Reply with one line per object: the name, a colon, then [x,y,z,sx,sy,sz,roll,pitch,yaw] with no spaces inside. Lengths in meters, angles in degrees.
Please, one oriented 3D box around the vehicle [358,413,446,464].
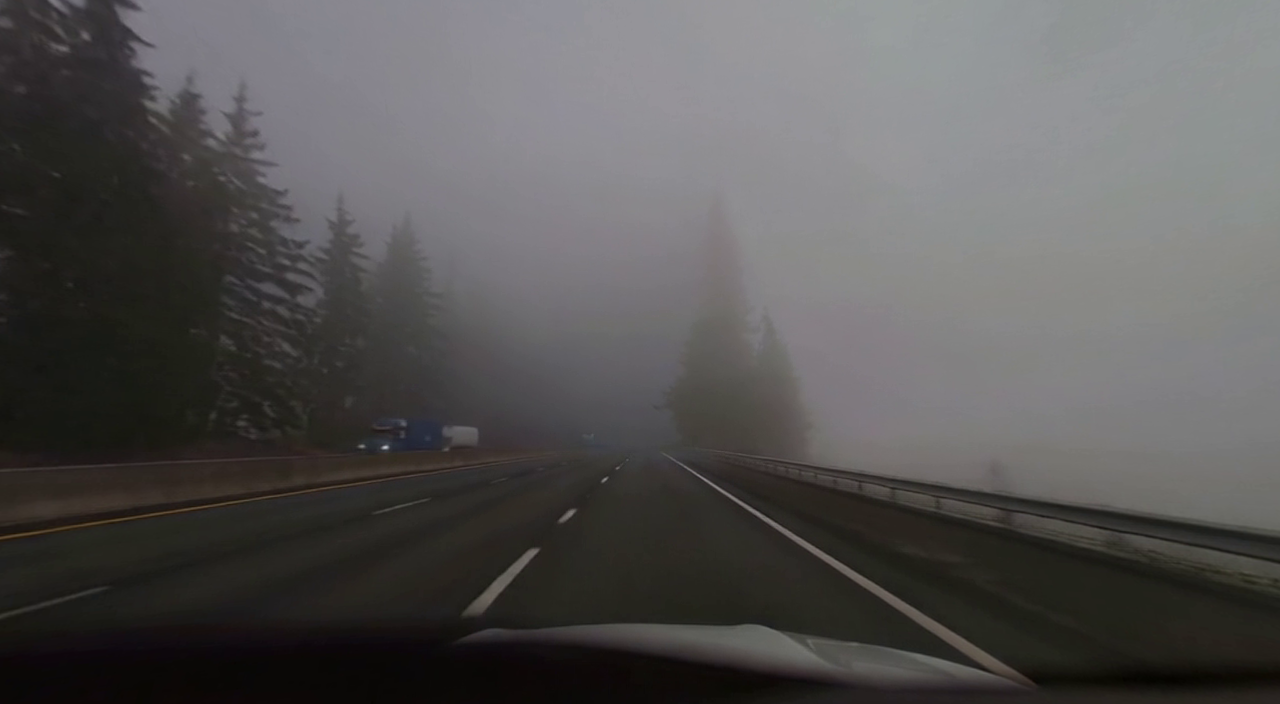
vehicle: [-16.924,6.307,45.739,2.750,3.286,8.975,0,-8,1]
